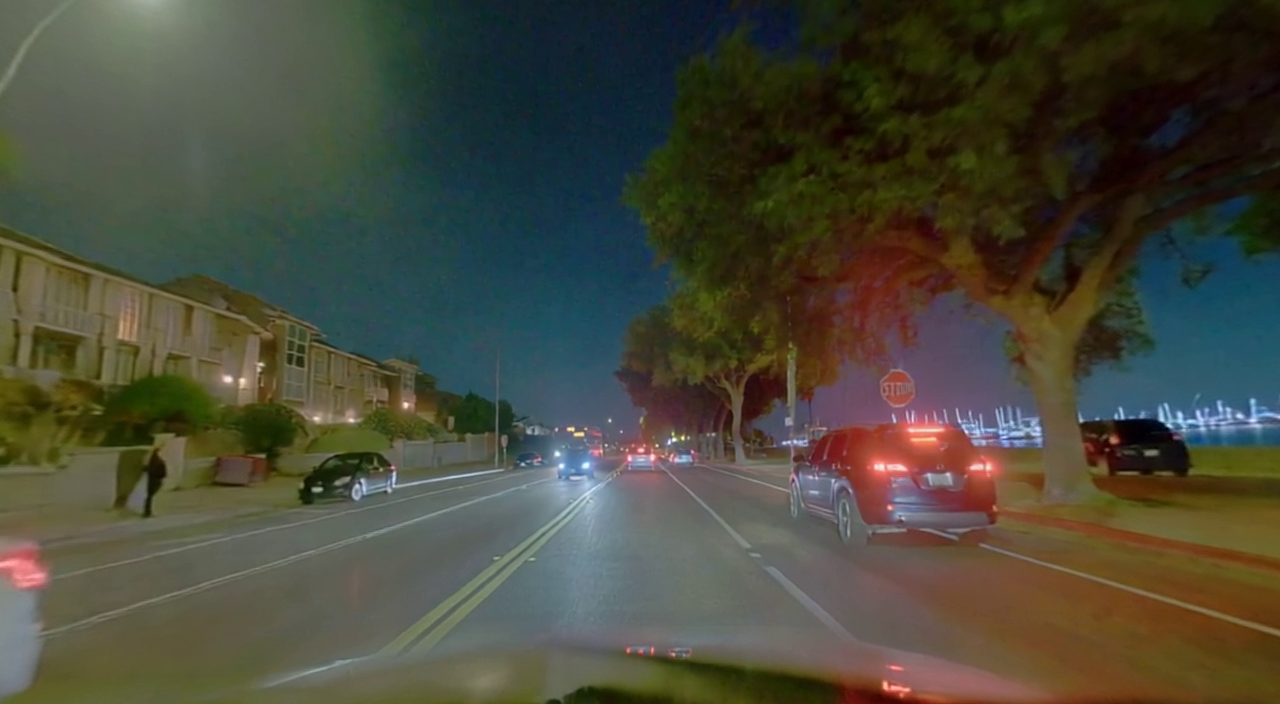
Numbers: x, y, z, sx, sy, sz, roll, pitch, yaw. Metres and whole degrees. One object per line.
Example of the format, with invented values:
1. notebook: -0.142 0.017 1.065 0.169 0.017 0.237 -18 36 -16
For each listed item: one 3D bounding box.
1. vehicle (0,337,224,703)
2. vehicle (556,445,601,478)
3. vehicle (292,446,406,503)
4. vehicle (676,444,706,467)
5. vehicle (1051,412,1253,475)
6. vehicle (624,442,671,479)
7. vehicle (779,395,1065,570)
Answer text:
1. vehicle: -3.125 0.659 0.875 2.125 1.701 4.310 -1 -8 0
2. vehicle: -3.178 5.770 33.401 1.893 1.583 4.107 -1 -8 1
3. vehicle: -10.748 4.512 23.780 2.107 1.868 4.690 -1 -8 -1
4. vehicle: 3.809 7.799 47.823 1.876 1.626 3.851 -1 -8 -1
5. vehicle: 15.154 2.784 19.169 1.967 1.526 5.016 -4 -8 1
6. vehicle: 0.330 5.184 30.516 2.132 1.632 3.838 -1 -8 0
7. vehicle: 3.458 1.692 8.904 2.000 1.809 4.405 -1 -8 1
